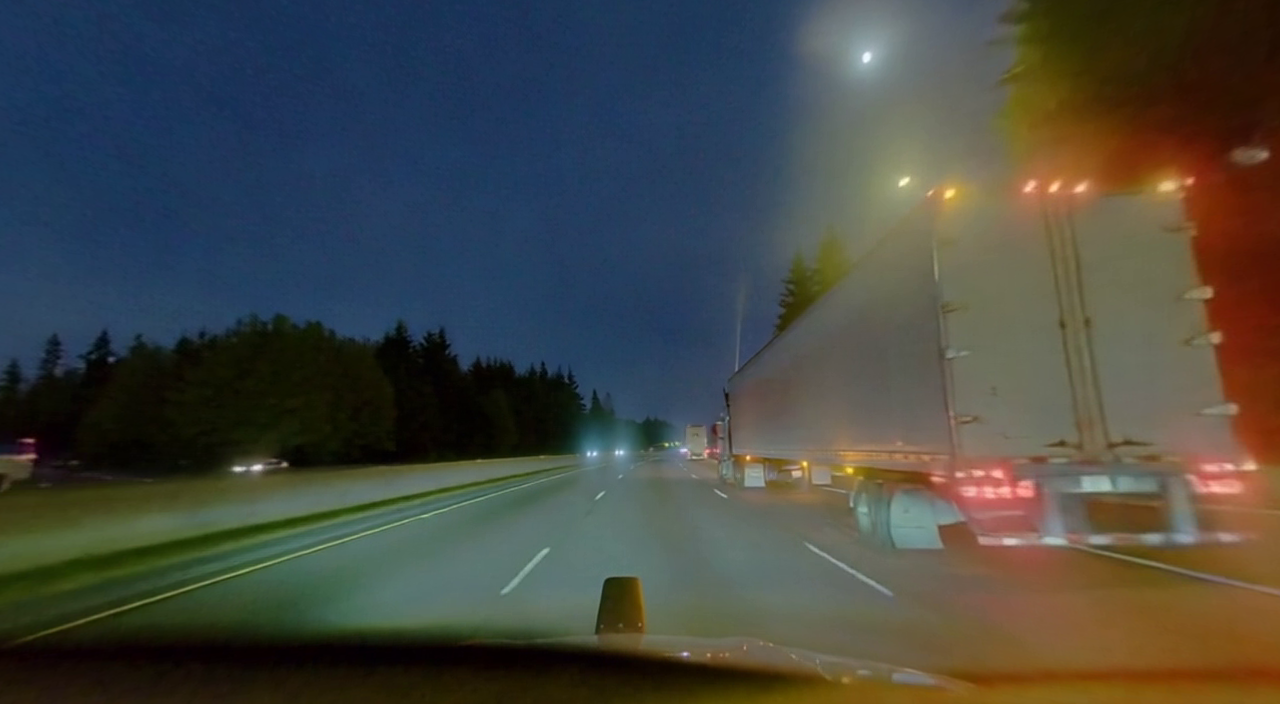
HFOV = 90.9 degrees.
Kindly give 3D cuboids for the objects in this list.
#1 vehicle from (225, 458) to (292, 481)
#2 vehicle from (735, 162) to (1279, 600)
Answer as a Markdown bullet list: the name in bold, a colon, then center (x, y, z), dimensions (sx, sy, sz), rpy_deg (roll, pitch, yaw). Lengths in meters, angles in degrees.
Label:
- **vehicle**: center (-26.476, 8.137, 43.877), dimensions (1.793, 1.433, 4.368), rpy_deg (0, -9, 2)
- **vehicle**: center (4.406, 1.245, 12.644), dimensions (2.859, 3.984, 14.045), rpy_deg (0, -9, 0)
